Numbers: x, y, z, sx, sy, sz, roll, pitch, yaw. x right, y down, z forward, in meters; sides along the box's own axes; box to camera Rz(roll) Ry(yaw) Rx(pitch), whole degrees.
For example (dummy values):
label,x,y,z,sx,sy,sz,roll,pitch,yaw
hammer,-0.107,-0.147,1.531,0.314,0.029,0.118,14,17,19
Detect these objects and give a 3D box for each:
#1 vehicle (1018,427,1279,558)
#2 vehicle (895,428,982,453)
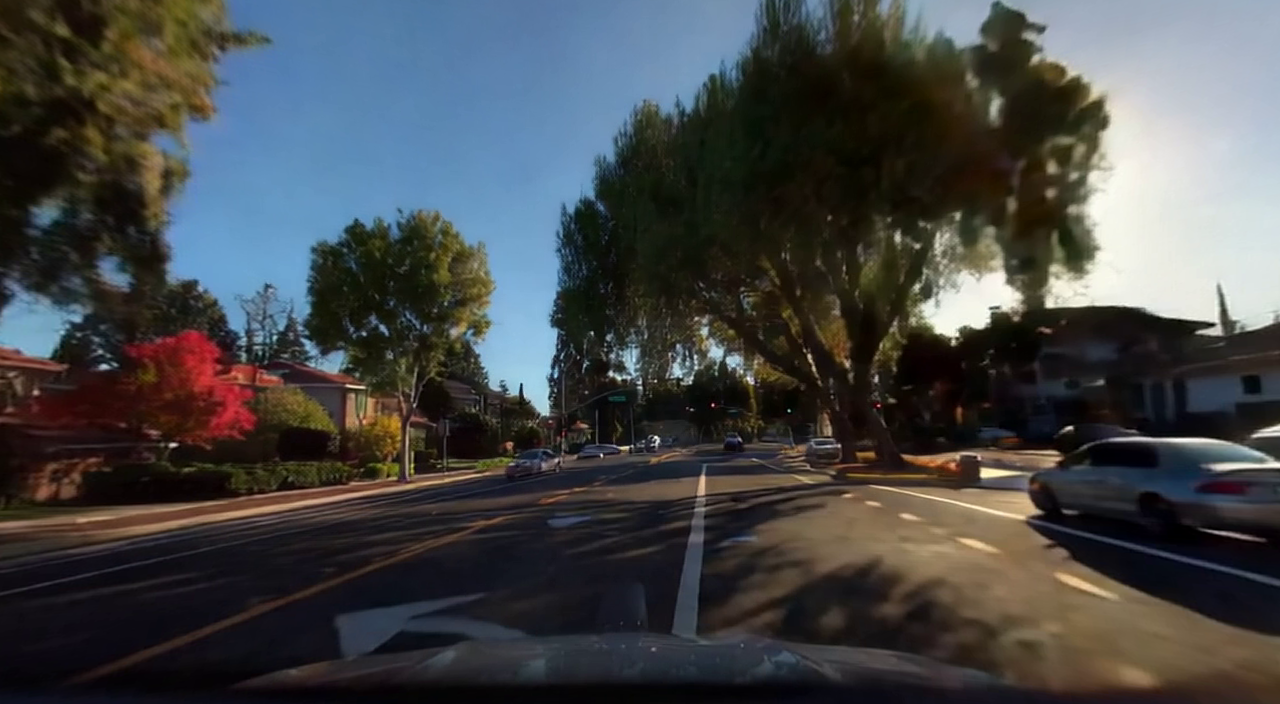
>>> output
label,x,y,z,sx,sy,sz,roll,pitch,yaw
vehicle,7.656,1.874,9.168,1.917,1.440,4.335,-1,-8,5
vehicle,19.697,5.851,41.873,4.702,1.595,1.986,-1,-9,6
